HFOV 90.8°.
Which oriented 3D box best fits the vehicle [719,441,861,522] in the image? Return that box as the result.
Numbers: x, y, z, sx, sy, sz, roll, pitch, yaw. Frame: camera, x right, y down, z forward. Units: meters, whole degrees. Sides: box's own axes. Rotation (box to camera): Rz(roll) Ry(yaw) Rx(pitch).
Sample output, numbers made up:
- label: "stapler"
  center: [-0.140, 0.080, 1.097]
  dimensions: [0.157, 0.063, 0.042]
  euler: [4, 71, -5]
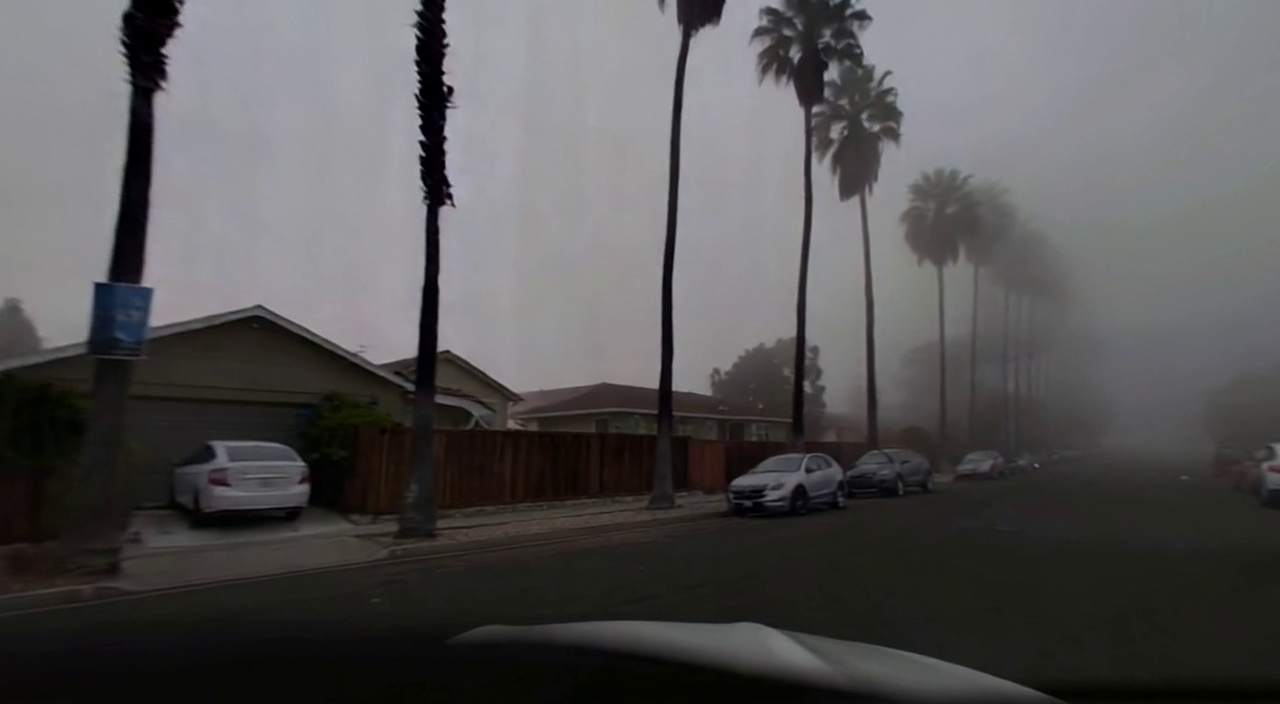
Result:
- label: "vehicle"
  center: [3.755, 3.048, 15.449]
  dimensions: [1.816, 1.697, 3.777]
  euler: [-7, -11, 39]

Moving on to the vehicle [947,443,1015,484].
- label: "vehicle"
  center: [16.658, 5.393, 30.765]
  dimensions: [1.947, 1.803, 4.381]
  euler: [-8, -12, 38]

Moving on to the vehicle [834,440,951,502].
- label: "vehicle"
  center: [8.669, 3.918, 21.391]
  dimensions: [2.020, 1.819, 5.168]
  euler: [-8, -11, 40]

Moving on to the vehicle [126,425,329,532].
- label: "vehicle"
  center: [-7.863, 2.275, 11.927]
  dimensions: [4.057, 1.630, 2.134]
  euler: [-8, -11, 42]
